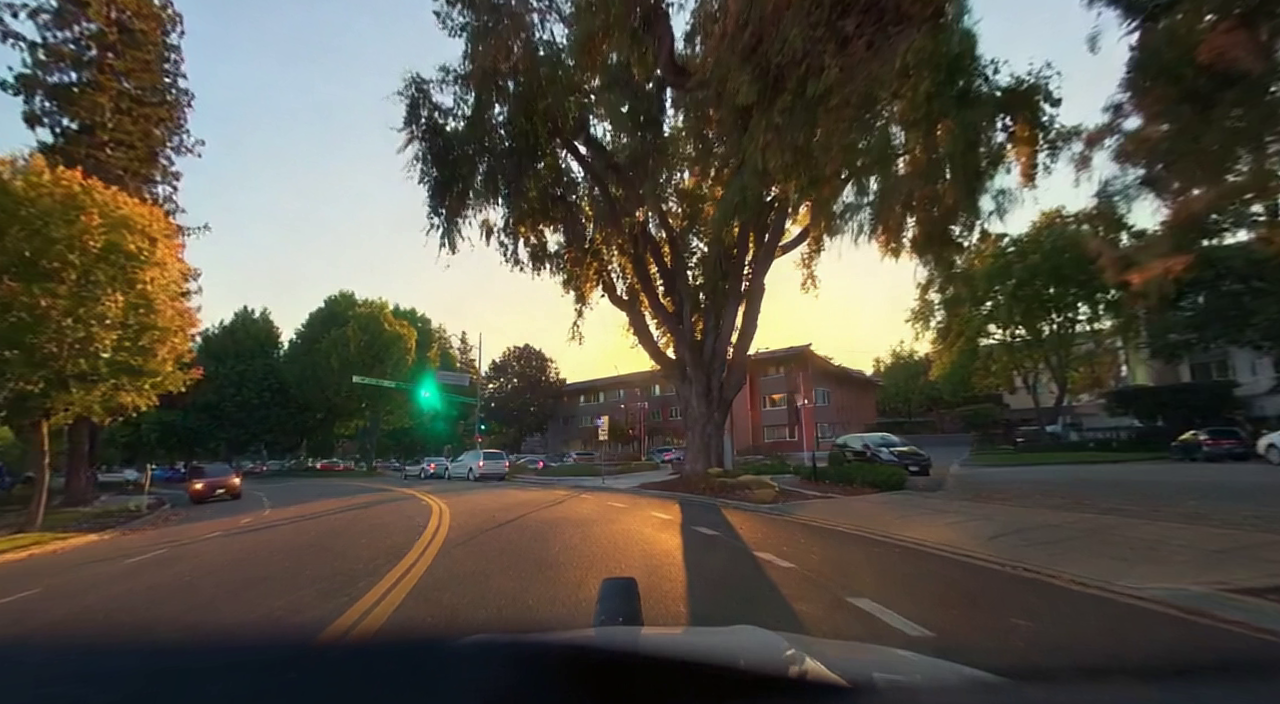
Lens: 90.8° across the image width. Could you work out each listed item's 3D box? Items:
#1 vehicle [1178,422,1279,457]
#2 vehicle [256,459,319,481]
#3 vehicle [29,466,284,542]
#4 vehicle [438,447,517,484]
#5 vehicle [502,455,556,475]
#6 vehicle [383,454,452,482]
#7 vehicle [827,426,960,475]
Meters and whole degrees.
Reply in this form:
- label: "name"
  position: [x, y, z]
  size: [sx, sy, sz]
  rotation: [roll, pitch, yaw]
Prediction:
- label: "vehicle"
  position: [24.703, 3.614, 26.010]
  size: [3.467, 1.375, 1.566]
  rotation: [-4, -10, 24]
- label: "vehicle"
  position: [-26.610, 8.865, 47.677]
  size: [4.713, 1.508, 1.884]
  rotation: [-5, -10, 30]
- label: "vehicle"
  position: [-11.909, 3.743, 16.509]
  size: [2.876, 1.170, 6.732]
  rotation: [-2, -8, -15]
- label: "vehicle"
  position: [-8.679, 5.942, 33.448]
  size: [2.289, 1.785, 4.944]
  rotation: [6, -11, -37]
- label: "vehicle"
  position: [-8.483, 8.675, 48.796]
  size: [2.218, 1.373, 4.156]
  rotation: [-4, -9, 22]
- label: "vehicle"
  position: [-13.803, 7.117, 39.006]
  size: [4.579, 1.509, 2.066]
  rotation: [-8, -12, 43]
- label: "vehicle"
  position: [9.205, 3.594, 23.097]
  size: [4.248, 1.657, 1.940]
  rotation: [-3, -10, 23]
